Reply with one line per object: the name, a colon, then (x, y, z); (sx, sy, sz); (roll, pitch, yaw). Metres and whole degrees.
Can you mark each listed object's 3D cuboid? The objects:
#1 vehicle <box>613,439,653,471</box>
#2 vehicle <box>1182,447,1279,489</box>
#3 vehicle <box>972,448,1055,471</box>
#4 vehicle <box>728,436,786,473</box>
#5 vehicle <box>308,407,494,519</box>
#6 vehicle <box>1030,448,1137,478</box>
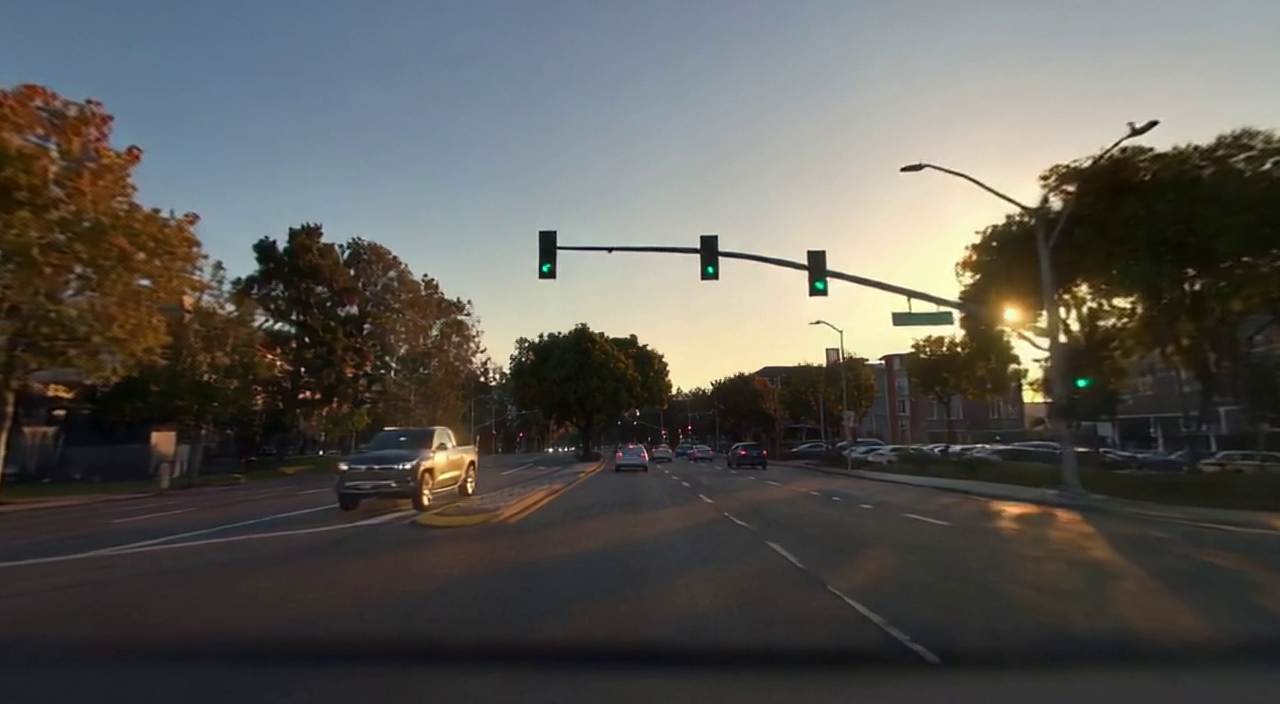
vehicle: (-0.438, 5.651, 34.837); (2.101, 1.641, 4.341); (0, -8, -2)
vehicle: (27.230, 5.119, 28.107); (4.338, 1.727, 2.015); (0, -8, -3)
vehicle: (26.543, 7.647, 44.978); (4.556, 1.525, 2.035); (0, -9, -2)
vehicle: (6.534, 5.781, 35.950); (2.052, 1.886, 5.297); (0, -8, -2)
vehicle: (-5.210, 2.569, 15.002); (2.145, 2.041, 6.064); (-1, -9, -1)
vehicle: (26.200, 6.520, 37.424); (4.843, 1.628, 2.063); (0, -8, -3)
